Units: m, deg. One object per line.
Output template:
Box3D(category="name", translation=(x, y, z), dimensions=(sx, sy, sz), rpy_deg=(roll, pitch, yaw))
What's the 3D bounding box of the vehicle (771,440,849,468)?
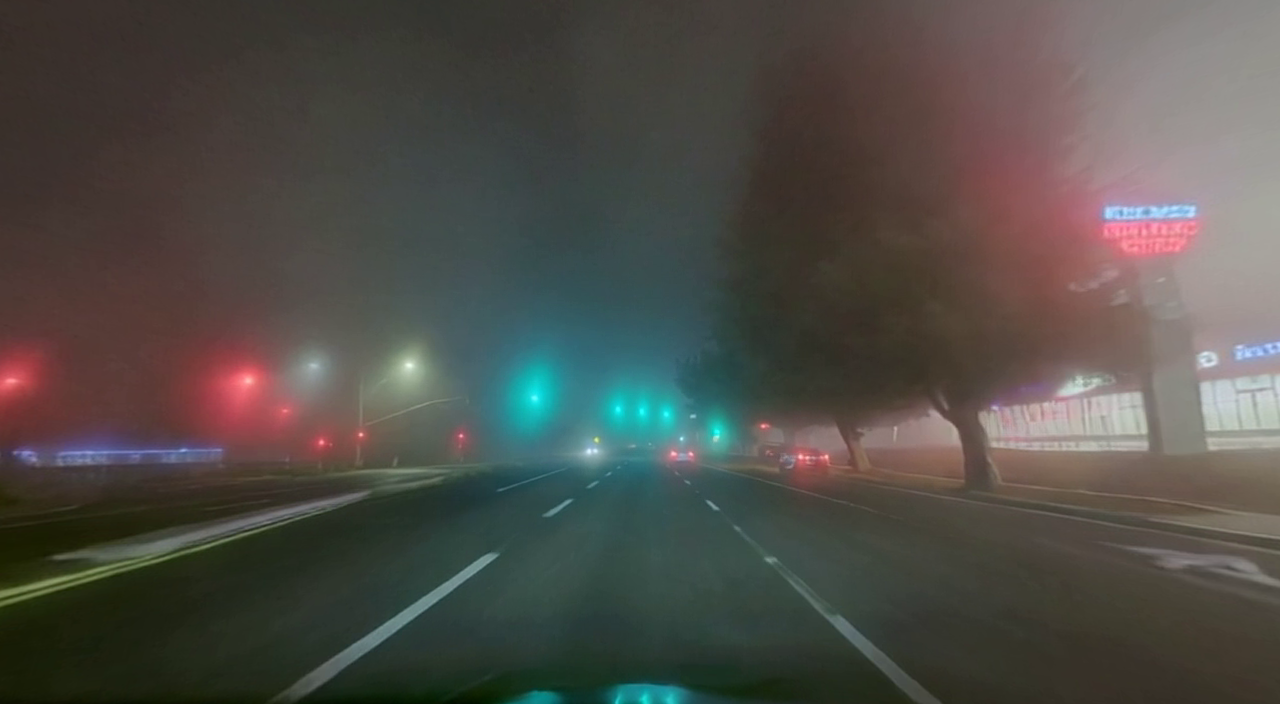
Box3D(category="vehicle", translation=(9.881, 5.939, 36.826), dimensions=(4.007, 1.591, 1.915), rpy_deg=(-1, -8, 2))
